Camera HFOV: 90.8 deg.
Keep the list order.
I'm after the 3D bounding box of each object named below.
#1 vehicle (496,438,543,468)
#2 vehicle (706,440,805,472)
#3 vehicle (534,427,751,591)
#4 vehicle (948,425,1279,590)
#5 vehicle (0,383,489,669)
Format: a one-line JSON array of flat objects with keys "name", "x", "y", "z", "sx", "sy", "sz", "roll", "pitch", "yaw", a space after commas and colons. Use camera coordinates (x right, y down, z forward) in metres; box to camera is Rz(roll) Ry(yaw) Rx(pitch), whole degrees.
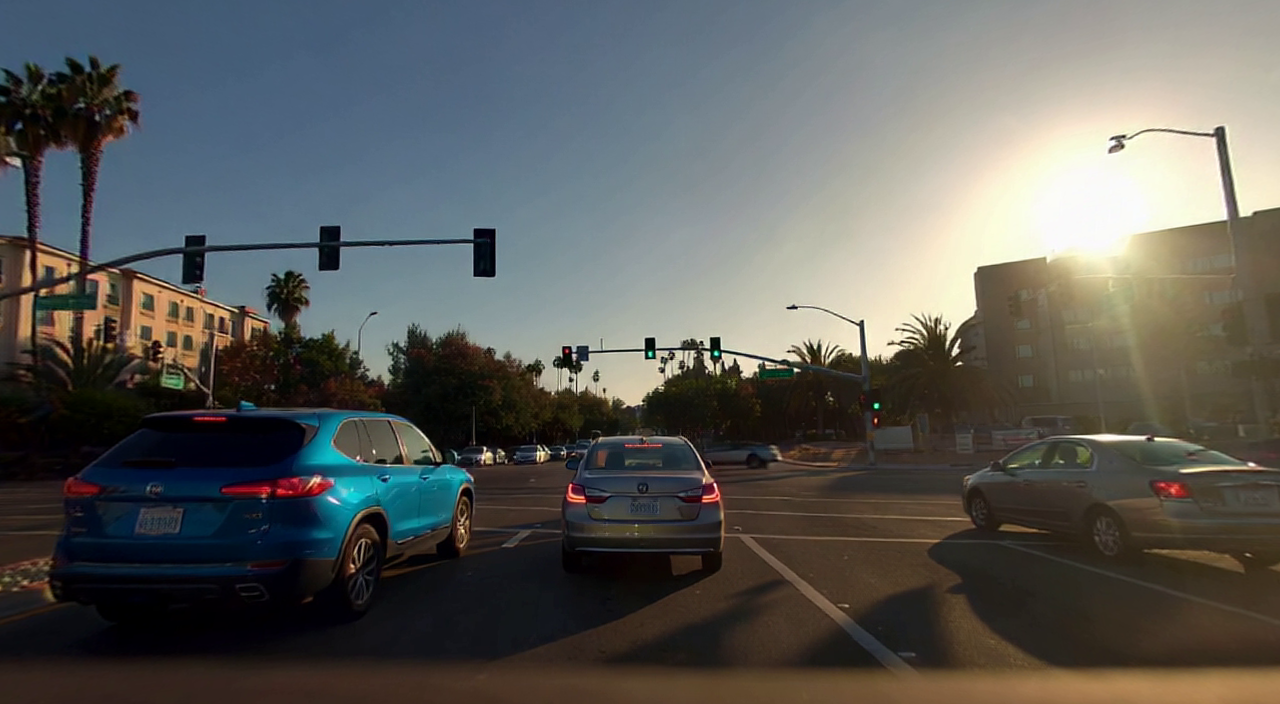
[{"name": "vehicle", "x": -7.937, "y": 6.698, "z": 42.041, "sx": 2.130, "sy": 1.810, "sz": 4.450, "roll": -2, "pitch": -8, "yaw": 1}, {"name": "vehicle", "x": 5.823, "y": 5.299, "z": 32.262, "sx": 4.705, "sy": 1.560, "sz": 1.887, "roll": 0, "pitch": -8, "yaw": 0}, {"name": "vehicle", "x": -0.004, "y": 1.705, "z": 7.718, "sx": 1.942, "sy": 1.445, "sz": 3.973, "roll": 0, "pitch": -8, "yaw": -1}, {"name": "vehicle", "x": 6.087, "y": 1.760, "z": 8.096, "sx": 1.970, "sy": 1.489, "sz": 4.482, "roll": 0, "pitch": -8, "yaw": -1}, {"name": "vehicle", "x": -3.100, "y": 1.363, "z": 6.071, "sx": 2.051, "sy": 1.682, "sz": 4.467, "roll": 0, "pitch": -8, "yaw": 2}]
